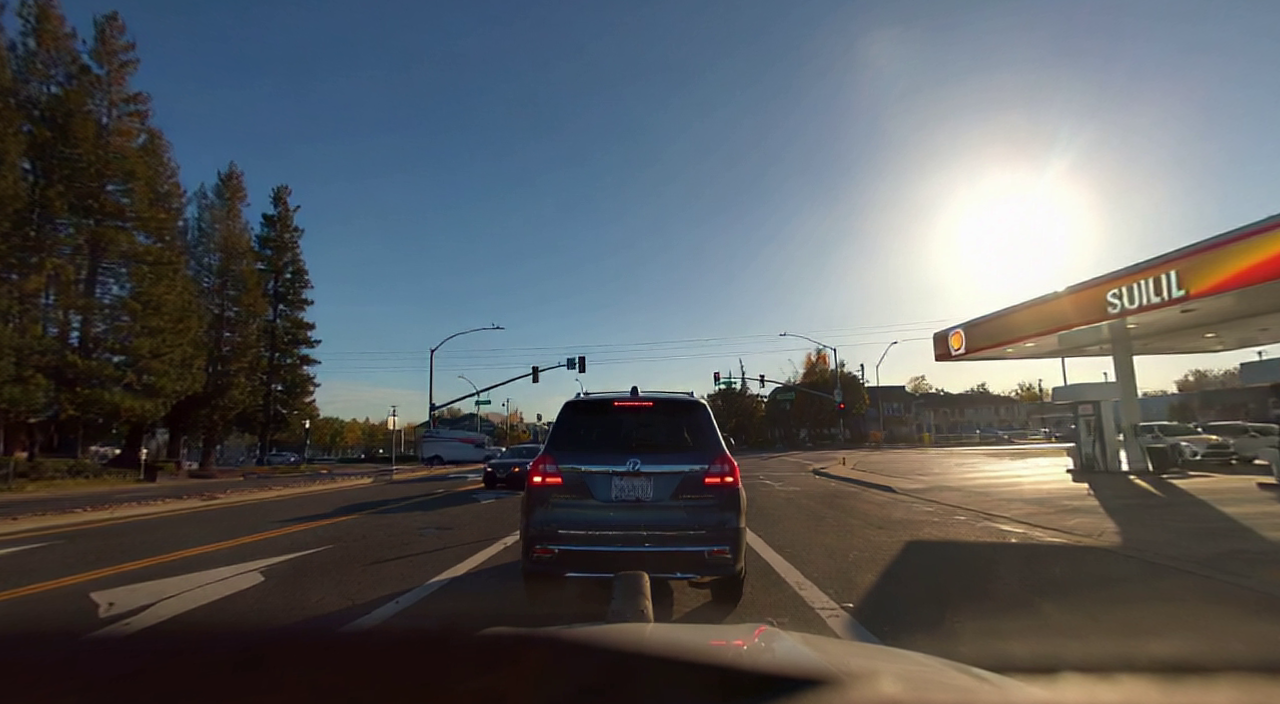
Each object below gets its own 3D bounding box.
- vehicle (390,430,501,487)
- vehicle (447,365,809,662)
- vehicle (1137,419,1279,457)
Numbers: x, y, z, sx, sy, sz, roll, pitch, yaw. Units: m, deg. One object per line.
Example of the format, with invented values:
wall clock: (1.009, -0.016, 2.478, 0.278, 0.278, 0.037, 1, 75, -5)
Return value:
vehicle: (-6.644, 3.709, 22.164, 2.065, 1.753, 4.525, -1, -9, 6)
vehicle: (0.011, 1.317, 6.141, 2.236, 1.819, 4.291, -1, -9, 3)
vehicle: (25.945, 3.962, 28.780, 4.551, 1.616, 1.973, -2, -9, 11)
